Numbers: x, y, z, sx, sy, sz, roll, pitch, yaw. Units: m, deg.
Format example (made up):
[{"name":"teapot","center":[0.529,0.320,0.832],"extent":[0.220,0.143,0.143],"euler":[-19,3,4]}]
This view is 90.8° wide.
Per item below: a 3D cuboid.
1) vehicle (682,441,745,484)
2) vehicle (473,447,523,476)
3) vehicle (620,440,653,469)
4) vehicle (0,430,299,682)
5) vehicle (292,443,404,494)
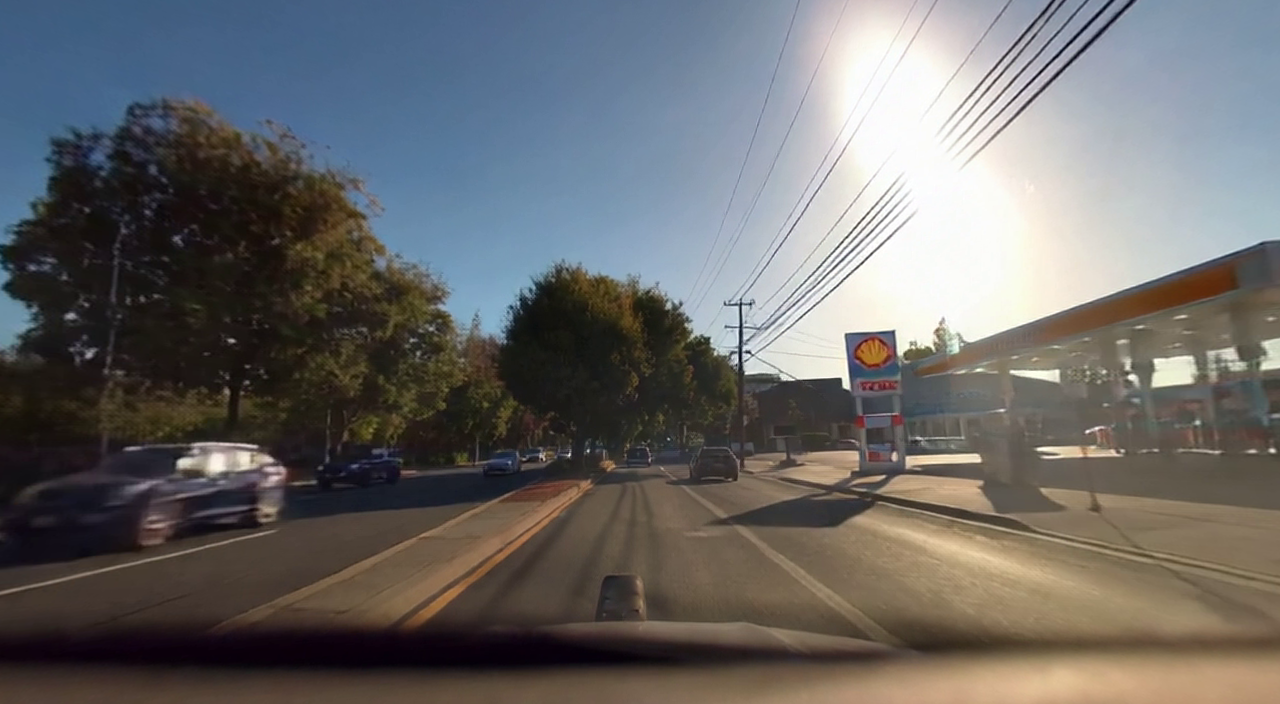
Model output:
[{"name":"vehicle","center":[2.947,4.504,26.180],"extent":[1.990,1.592,4.294],"euler":[0,-8,-1]},{"name":"vehicle","center":[-8.536,6.606,38.339],"extent":[2.085,1.582,4.305],"euler":[-1,-8,0]},{"name":"vehicle","center":[-0.253,6.989,43.226],"extent":[2.163,1.825,4.073],"euler":[0,-8,-1]},{"name":"vehicle","center":[-4.851,1.387,4.885],"extent":[2.032,1.487,4.413],"euler":[0,-8,-1]},{"name":"vehicle","center":[-11.619,4.617,25.569],"extent":[2.301,1.827,4.754],"euler":[0,-8,-1]}]
